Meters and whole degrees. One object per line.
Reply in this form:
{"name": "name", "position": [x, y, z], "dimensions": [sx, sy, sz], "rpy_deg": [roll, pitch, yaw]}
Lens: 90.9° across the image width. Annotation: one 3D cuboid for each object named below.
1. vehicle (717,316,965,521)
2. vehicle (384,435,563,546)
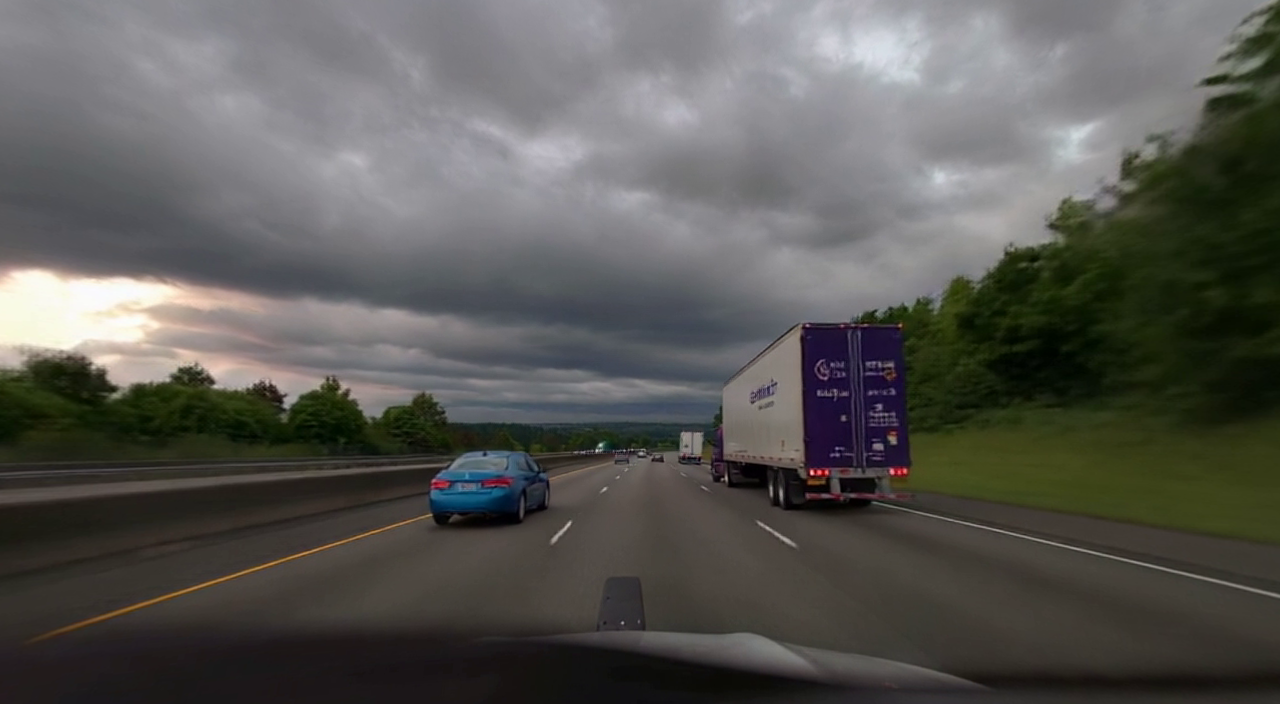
{"name": "vehicle", "position": [4.660, 2.299, 18.947], "dimensions": [2.858, 3.952, 13.731], "rpy_deg": [0, -9, 0]}
{"name": "vehicle", "position": [-2.673, 2.352, 11.336], "dimensions": [1.960, 1.579, 4.384], "rpy_deg": [0, -9, 1]}
